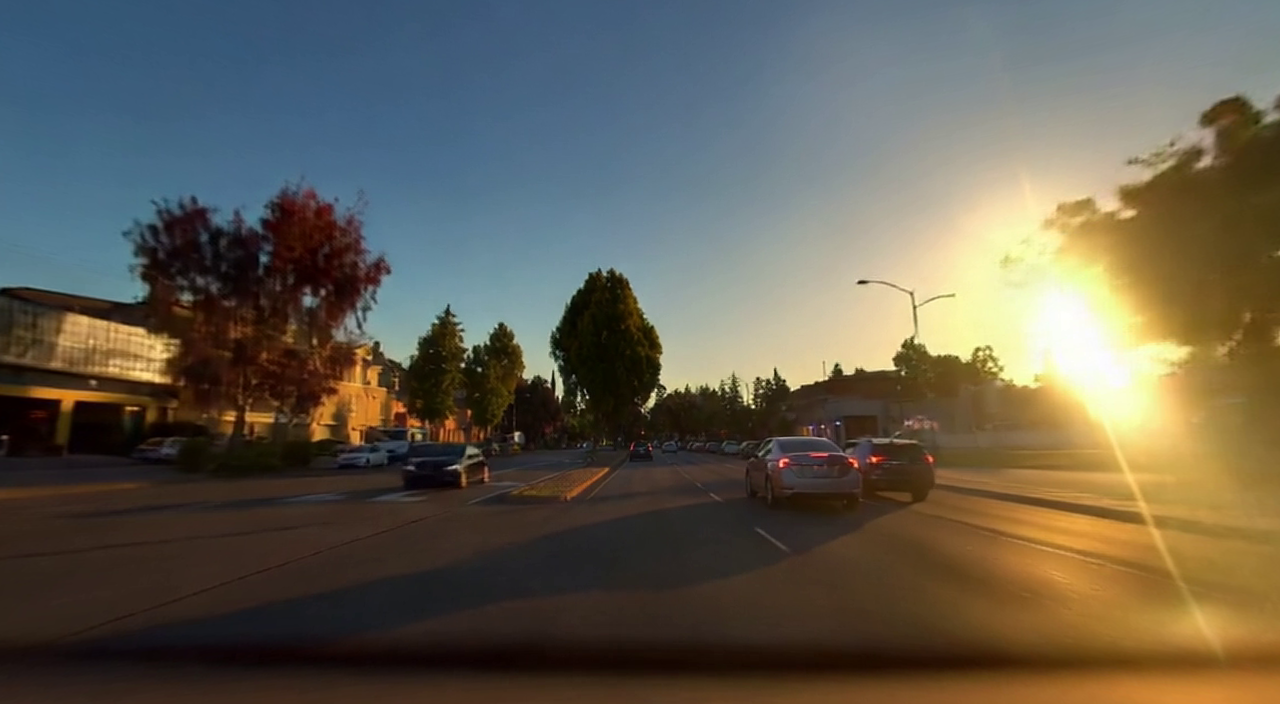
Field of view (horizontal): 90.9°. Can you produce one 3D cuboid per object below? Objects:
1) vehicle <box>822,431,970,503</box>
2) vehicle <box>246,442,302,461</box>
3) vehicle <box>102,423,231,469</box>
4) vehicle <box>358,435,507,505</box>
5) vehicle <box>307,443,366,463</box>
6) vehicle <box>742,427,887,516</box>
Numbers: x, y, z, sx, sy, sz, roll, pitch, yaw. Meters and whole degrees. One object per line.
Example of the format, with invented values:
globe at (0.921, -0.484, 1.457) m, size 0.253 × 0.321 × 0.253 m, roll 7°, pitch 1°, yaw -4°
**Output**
vehicle at (6.999, 3.198, 17.960) m, size 2.134 × 1.738 × 4.833 m, roll 0°, pitch -9°, yaw -1°
vehicle at (-27.029, 7.355, 46.757) m, size 1.795 × 1.360 × 3.780 m, roll 0°, pitch -9°, yaw 2°
vehicle at (-25.008, 4.964, 33.727) m, size 2.200 × 2.170 × 6.131 m, roll 0°, pitch -7°, yaw 0°
vehicle at (-4.741, 2.764, 15.270) m, size 2.084 × 1.415 × 4.580 m, roll 0°, pitch -9°, yaw 0°
vehicle at (-22.973, 7.634, 47.940) m, size 1.824 × 1.420 × 4.984 m, roll 0°, pitch -9°, yaw 2°
vehicle at (3.662, 2.582, 14.052) m, size 2.072 × 1.669 × 3.836 m, roll 0°, pitch -9°, yaw -1°
